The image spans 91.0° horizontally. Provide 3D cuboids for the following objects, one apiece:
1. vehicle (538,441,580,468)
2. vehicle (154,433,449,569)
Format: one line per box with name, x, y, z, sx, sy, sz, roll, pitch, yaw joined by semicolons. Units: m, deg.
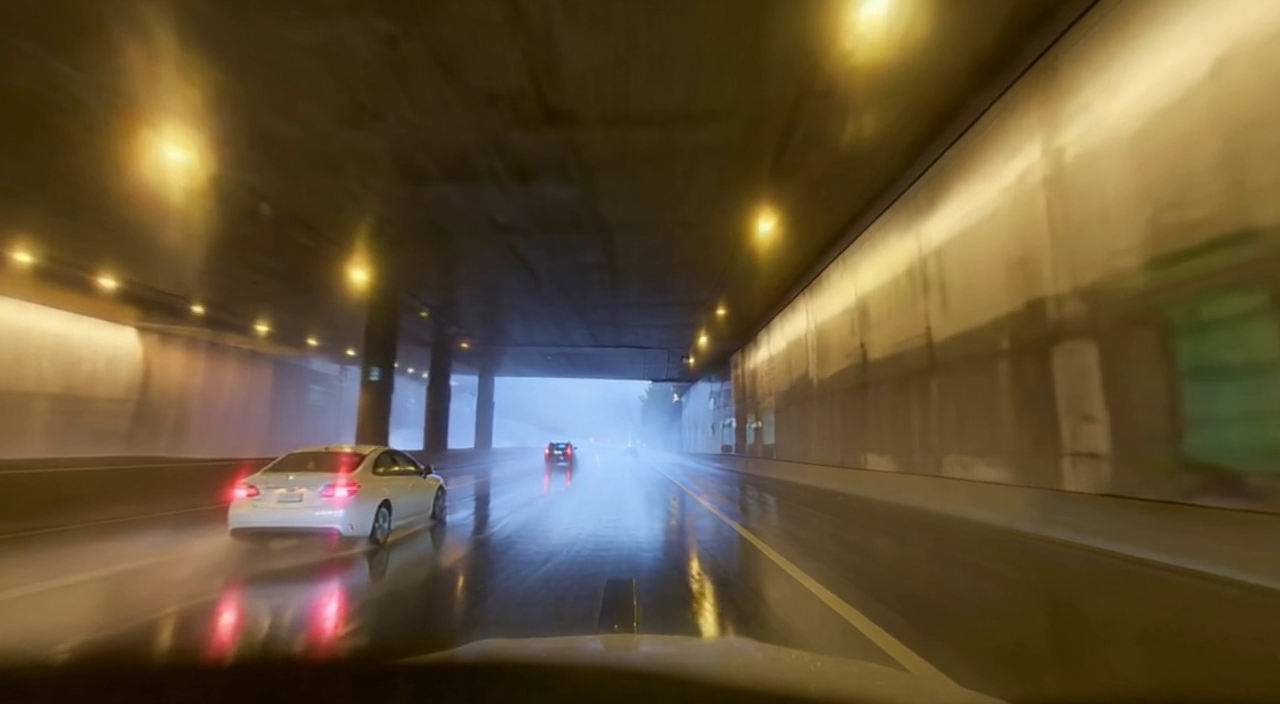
vehicle;-4.734;6.019;37.365;1.973;1.474;4.199;0;-8;-1
vehicle;-4.301;1.914;8.952;1.885;1.424;4.230;0;-8;-1
